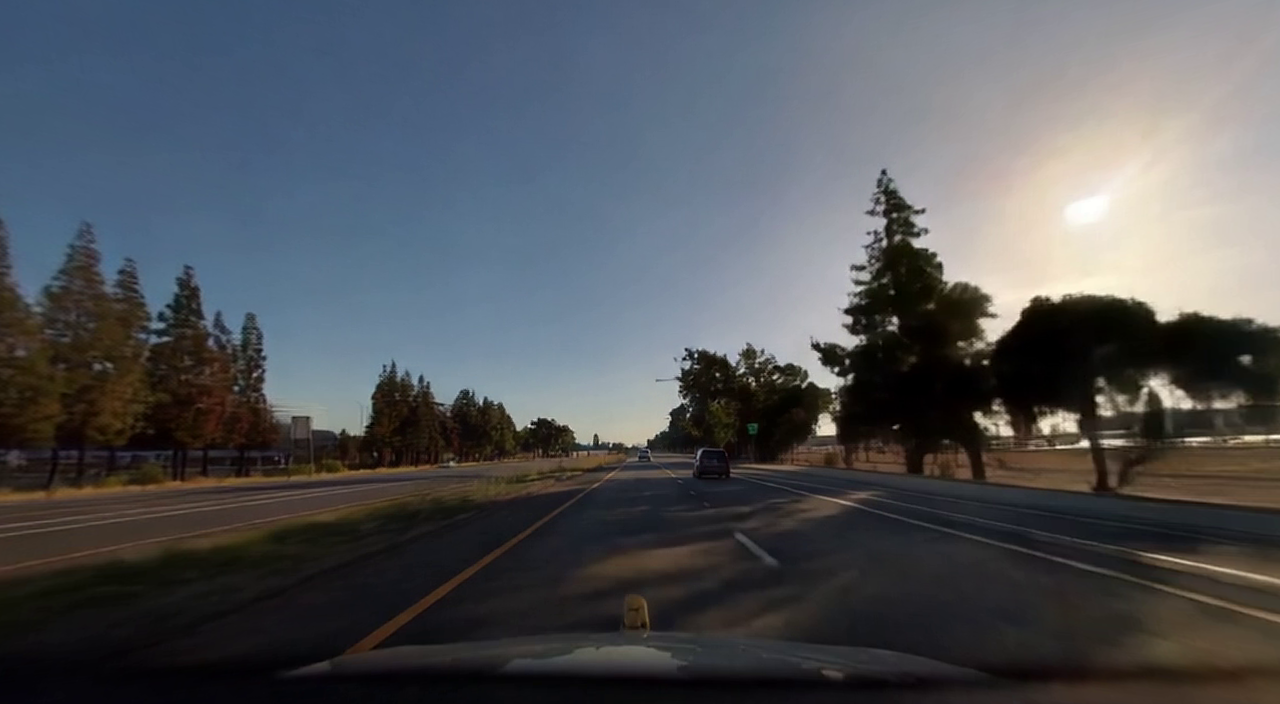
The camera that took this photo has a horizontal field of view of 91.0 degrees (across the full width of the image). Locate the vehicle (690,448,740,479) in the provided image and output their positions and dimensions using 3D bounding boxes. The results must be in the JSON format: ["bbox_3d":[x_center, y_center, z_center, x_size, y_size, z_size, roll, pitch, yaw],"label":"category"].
[{"bbox_3d":[3.922,5.899,33.580,2.115,1.522,4.330,0,-9,0],"label":"vehicle"}]
